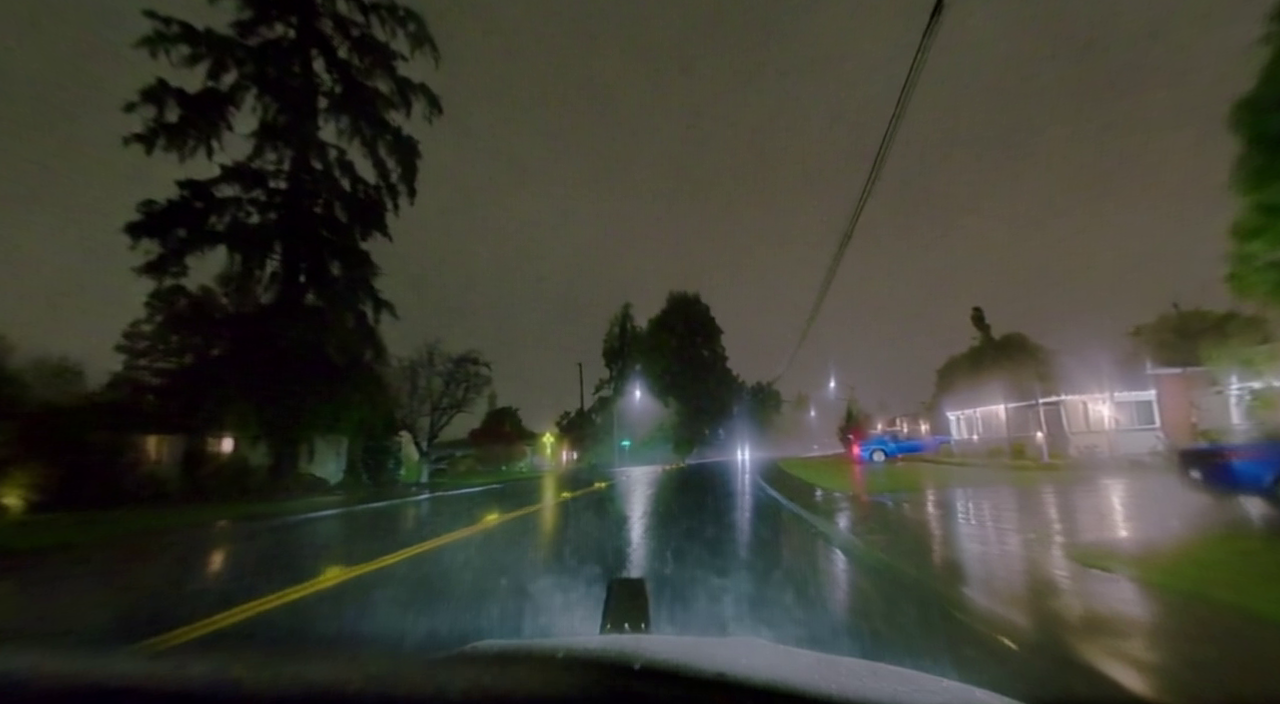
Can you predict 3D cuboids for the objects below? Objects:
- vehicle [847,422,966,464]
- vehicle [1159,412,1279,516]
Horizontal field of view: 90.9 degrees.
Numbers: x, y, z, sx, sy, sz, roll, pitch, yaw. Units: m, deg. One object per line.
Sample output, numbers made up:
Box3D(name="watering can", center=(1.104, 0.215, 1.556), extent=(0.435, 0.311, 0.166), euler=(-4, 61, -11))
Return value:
Box3D(name="vehicle", center=(14.767, 5.135, 35.320), extent=(5.704, 1.788, 2.095), euler=(-7, -11, 14))
Box3D(name="vehicle", center=(11.335, 1.540, 9.642), extent=(4.644, 1.441, 2.074), euler=(-6, -10, 11))
